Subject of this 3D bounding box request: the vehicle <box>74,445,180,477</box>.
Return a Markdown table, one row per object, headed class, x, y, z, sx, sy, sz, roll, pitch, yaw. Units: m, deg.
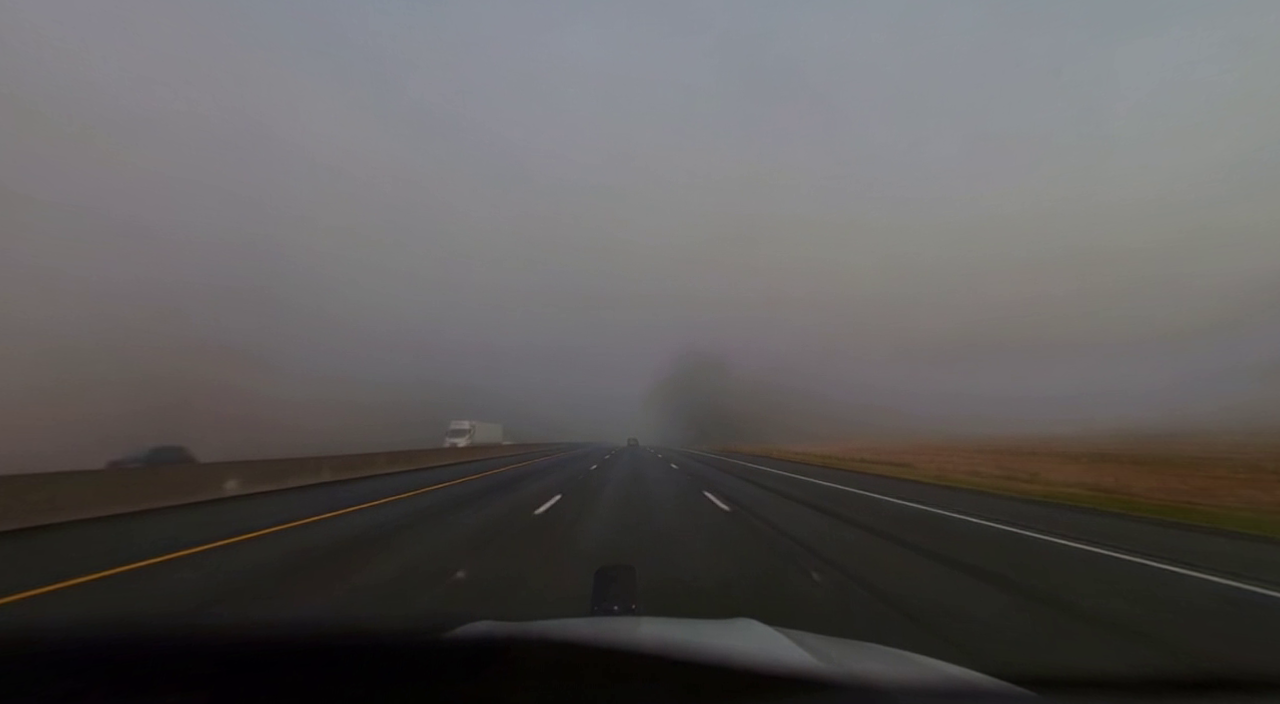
| class | x | y | z | sx | sy | sz | roll | pitch | yaw |
| --- | --- | --- | --- | --- | --- | --- | --- | --- | --- |
| vehicle | -26.939 | 5.696 | 33.257 | 1.869 | 1.506 | 4.460 | 0 | -8 | -1 |
